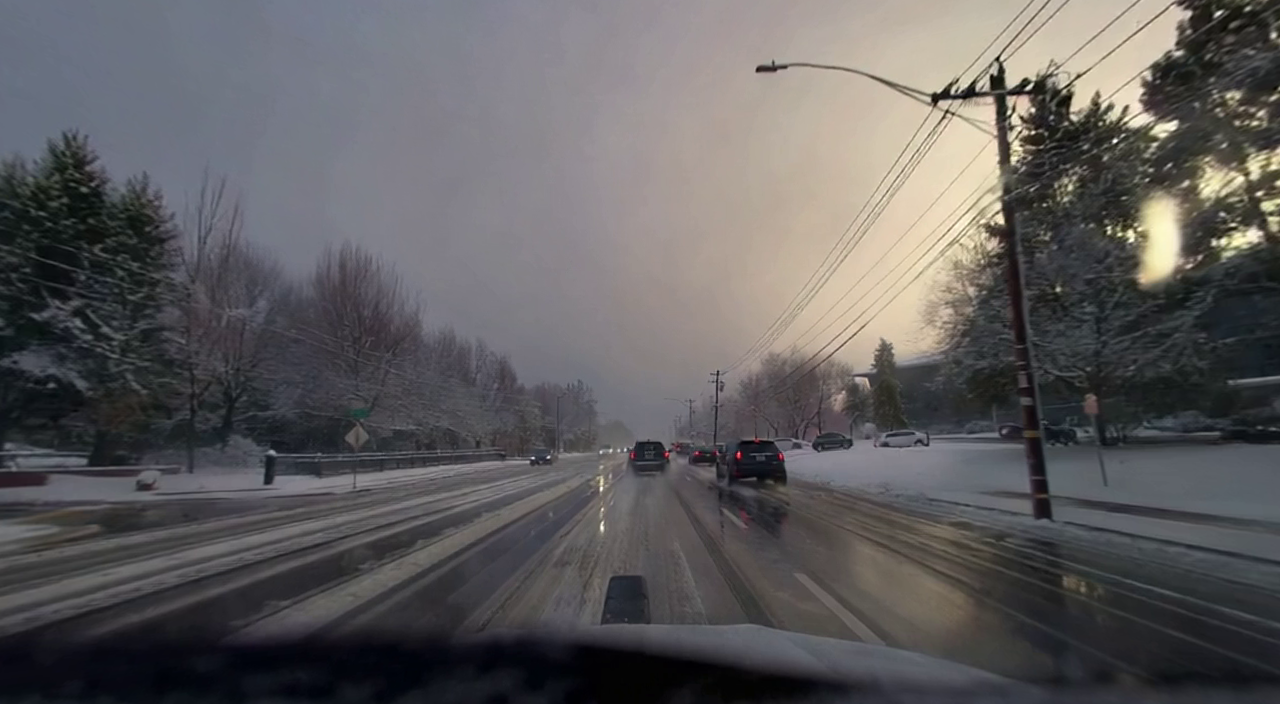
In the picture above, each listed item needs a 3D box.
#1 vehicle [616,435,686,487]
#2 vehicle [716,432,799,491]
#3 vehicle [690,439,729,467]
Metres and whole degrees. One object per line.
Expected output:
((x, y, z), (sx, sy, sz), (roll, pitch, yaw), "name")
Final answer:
((0.373, 3.778, 22.144), (2.200, 1.653, 4.127), (0, -9, 1), "vehicle")
((3.678, 3.512, 20.483), (1.914, 1.698, 4.049), (0, -9, 0), "vehicle")
((4.392, 6.488, 40.627), (2.024, 1.711, 4.512), (0, -9, 0), "vehicle")
